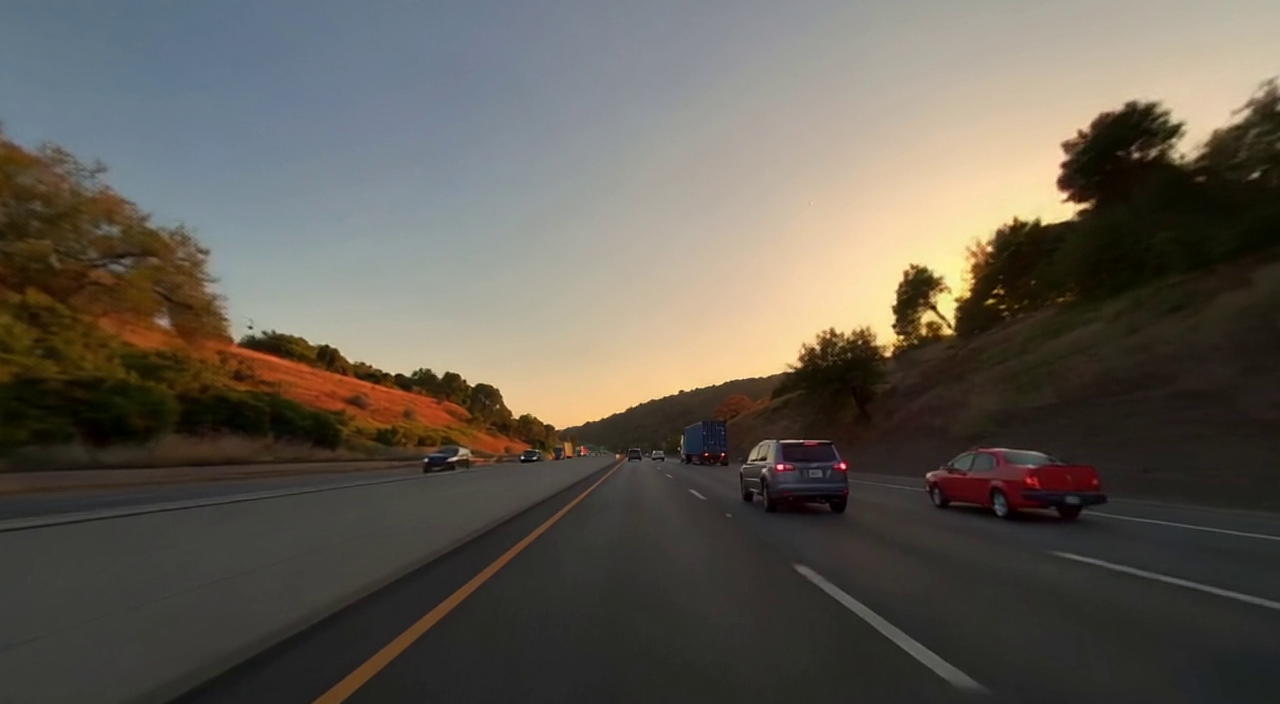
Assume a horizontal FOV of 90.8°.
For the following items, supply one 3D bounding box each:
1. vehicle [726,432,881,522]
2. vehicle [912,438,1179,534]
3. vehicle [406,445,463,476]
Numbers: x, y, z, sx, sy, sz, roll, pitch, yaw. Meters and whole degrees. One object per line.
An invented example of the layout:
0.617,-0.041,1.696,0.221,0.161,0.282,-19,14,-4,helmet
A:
3.391,2.699,14.168,2.130,1.658,4.537,0,-9,-2,vehicle
7.344,2.446,12.207,2.024,1.471,4.618,0,-9,-1,vehicle
-12.040,6.361,37.230,1.932,1.689,4.361,0,-9,0,vehicle
